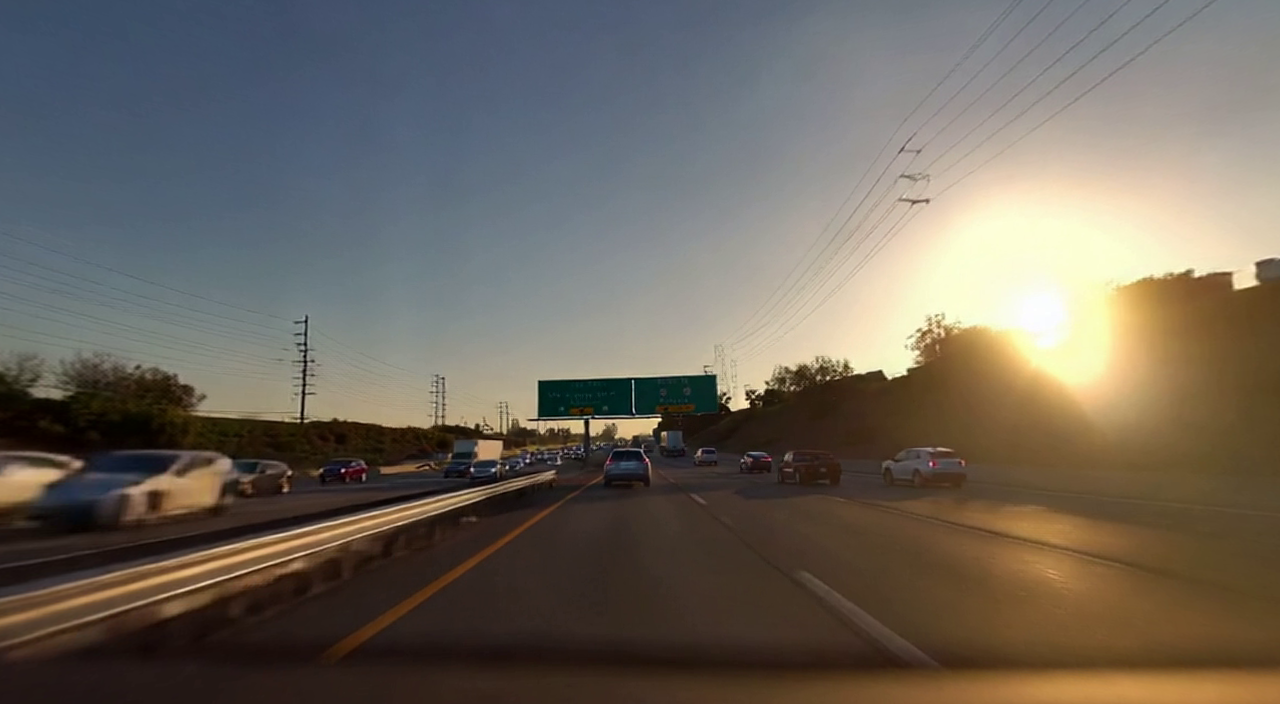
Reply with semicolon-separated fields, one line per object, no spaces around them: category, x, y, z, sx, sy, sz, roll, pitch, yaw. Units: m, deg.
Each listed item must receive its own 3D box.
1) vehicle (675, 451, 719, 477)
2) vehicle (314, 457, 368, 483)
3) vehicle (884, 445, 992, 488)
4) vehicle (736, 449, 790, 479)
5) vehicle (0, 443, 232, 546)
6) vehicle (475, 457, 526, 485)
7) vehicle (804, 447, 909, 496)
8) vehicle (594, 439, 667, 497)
vehicle;3.370;6.720;38.162;2.115;1.481;3.968;0;-9;-2
vehicle;-21.744;8.597;46.143;1.889;1.708;4.301;0;-9;-1
vehicle;11.331;4.360;24.431;1.901;1.485;4.483;0;-9;-1
vehicle;6.677;6.119;34.776;1.934;1.461;4.368;0;-9;-3
vehicle;-10.982;2.799;13.198;1.955;1.758;4.486;0;-9;-1
vehicle;-8.155;6.967;37.329;1.937;1.477;4.561;0;-9;1
vehicle;7.144;3.949;21.349;1.958;1.473;4.201;0;-9;-2
vehicle;-0.329;3.992;22.143;2.298;1.809;4.359;0;-9;-1
